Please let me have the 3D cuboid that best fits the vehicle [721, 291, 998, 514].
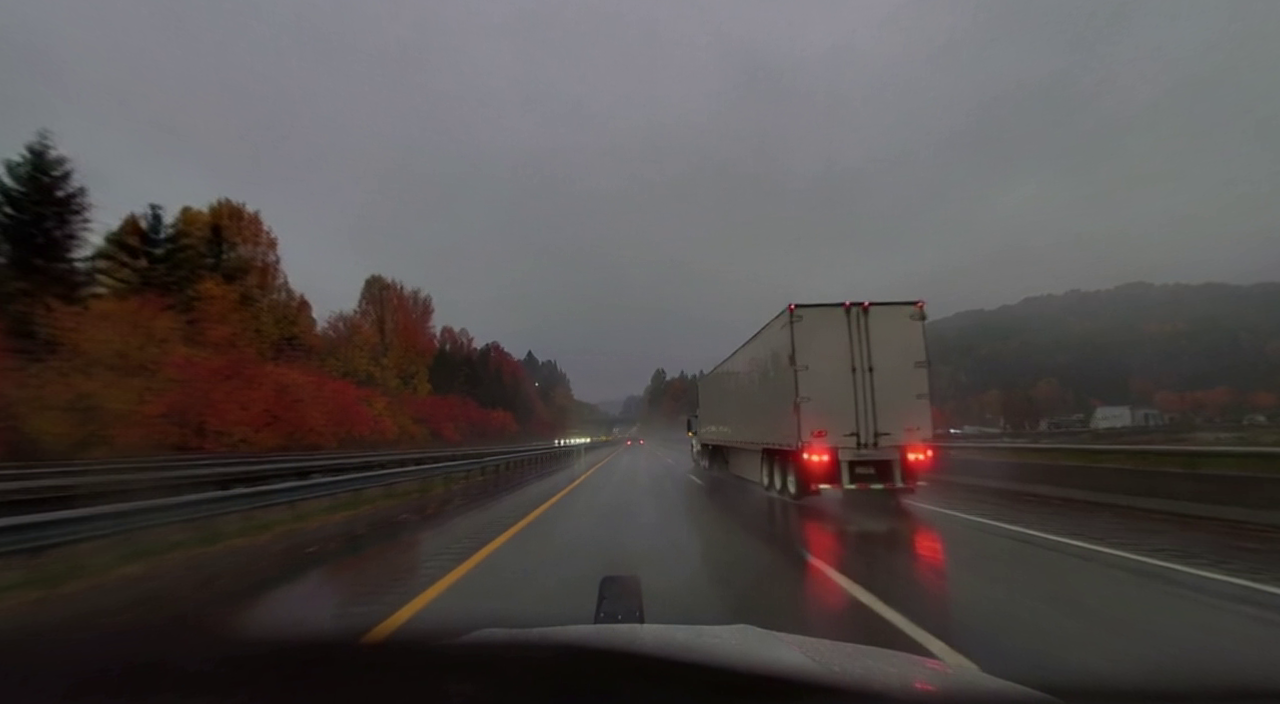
[{"bbox_3d":[4.350,1.444,15.360,3.348,3.847,8.908,0,-8,-1],"label":"vehicle"}]
